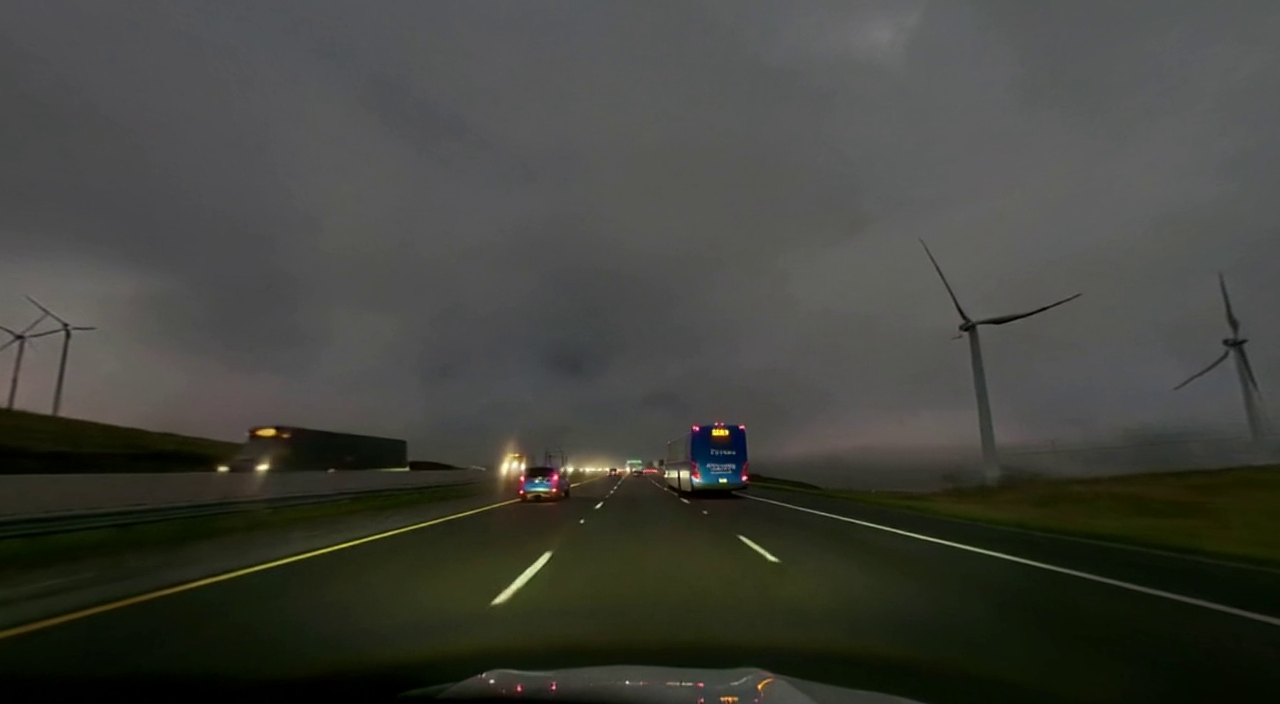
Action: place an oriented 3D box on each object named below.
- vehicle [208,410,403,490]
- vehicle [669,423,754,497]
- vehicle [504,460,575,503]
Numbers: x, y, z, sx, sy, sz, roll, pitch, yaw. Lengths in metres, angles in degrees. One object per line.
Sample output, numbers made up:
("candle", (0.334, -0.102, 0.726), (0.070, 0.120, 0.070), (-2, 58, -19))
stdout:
("vehicle", (-19.288, 6.274, 38.817), (3.201, 3.814, 16.570), (1, -10, -1))
("vehicle", (3.819, 6.634, 38.179), (2.941, 3.574, 14.463), (1, -10, -2))
("vehicle", (-3.988, 5.230, 25.693), (2.213, 1.568, 4.274), (1, -10, -1))
